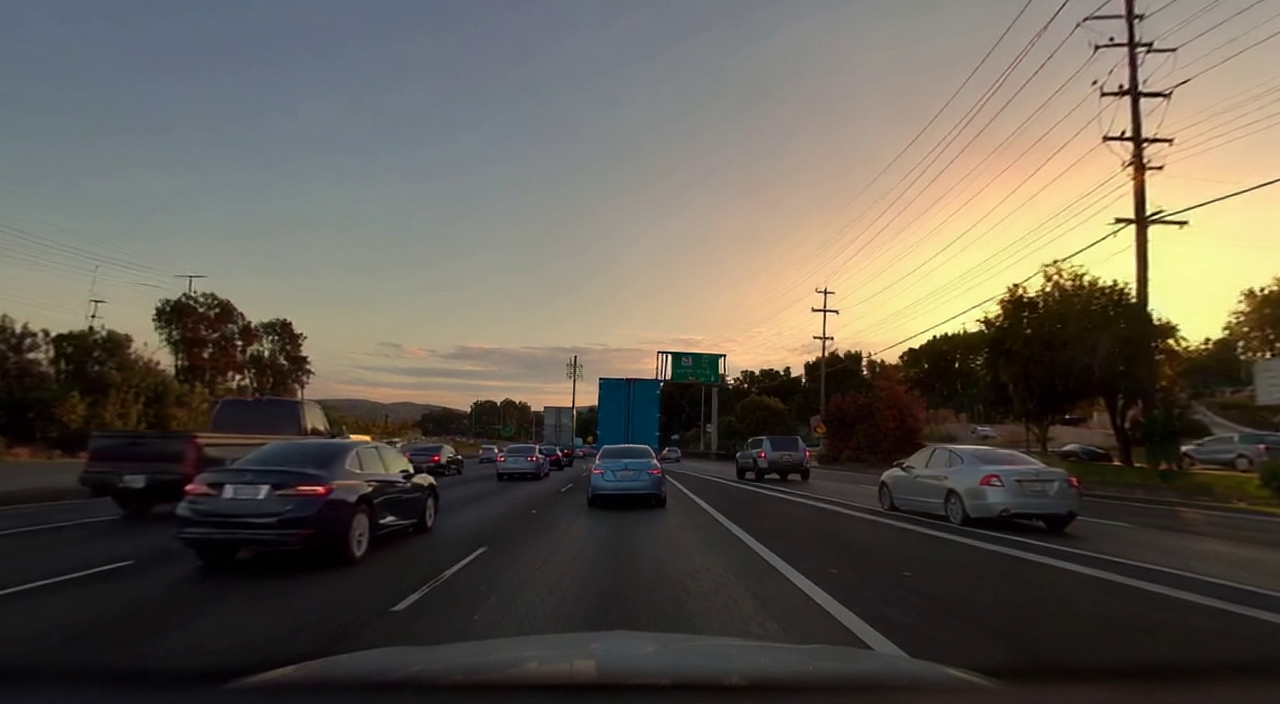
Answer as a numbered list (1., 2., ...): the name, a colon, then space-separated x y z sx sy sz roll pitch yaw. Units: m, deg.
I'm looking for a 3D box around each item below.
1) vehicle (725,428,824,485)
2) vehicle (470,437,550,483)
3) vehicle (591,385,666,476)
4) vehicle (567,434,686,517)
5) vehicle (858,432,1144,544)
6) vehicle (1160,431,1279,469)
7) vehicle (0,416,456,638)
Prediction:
1. vehicle: 4.287 3.419 20.813 2.023 1.676 4.002 1 -9 -6
2. vehicle: -4.531 3.874 22.895 1.960 1.450 5.246 0 -9 -2
3. vehicle: -0.695 3.674 28.829 2.909 3.518 8.262 0 -9 -3
4. vehicle: -0.331 2.516 13.340 2.112 1.463 4.012 0 -9 -3
5. vehicle: 5.374 2.054 10.221 1.878 1.406 4.164 1 -9 -6
6. vehicle: 28.509 4.693 30.414 1.991 1.655 5.330 1 -9 -6
7. vehicle: -3.790 1.547 6.725 2.235 1.472 4.860 0 -9 -1
